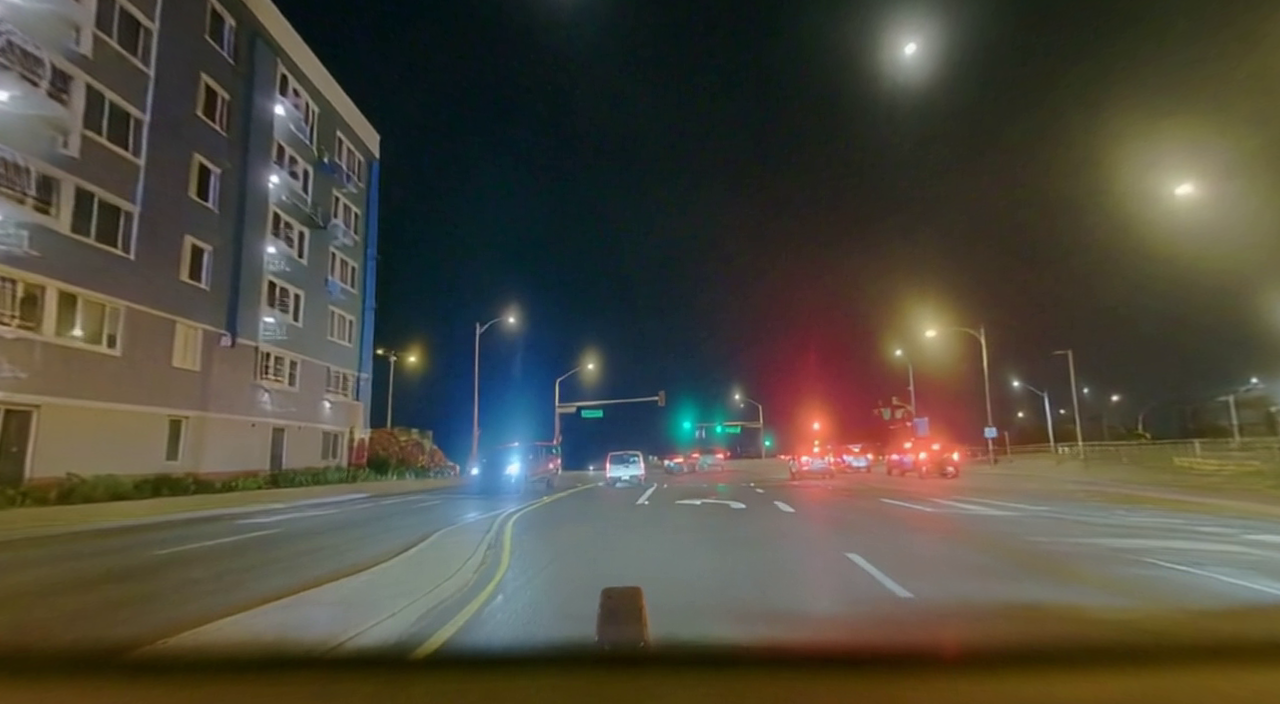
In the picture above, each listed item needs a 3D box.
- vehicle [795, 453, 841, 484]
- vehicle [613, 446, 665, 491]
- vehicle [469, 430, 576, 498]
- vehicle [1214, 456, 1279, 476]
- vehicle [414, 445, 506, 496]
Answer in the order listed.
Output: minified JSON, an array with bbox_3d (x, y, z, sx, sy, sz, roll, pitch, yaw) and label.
[{"bbox_3d":[11.254,7.331,40.073,1.952,1.749,4.311,-1,-8,5],"label":"vehicle"},{"bbox_3d":[0.018,5.195,28.585,2.160,1.786,4.702,0,-8,2],"label":"vehicle"},{"bbox_3d":[-4.257,4.257,24.131,2.515,2.248,5.821,-1,-10,5],"label":"vehicle"},{"bbox_3d":[47.347,8.730,48.408,4.384,1.495,1.963,-1,-8,4],"label":"vehicle"},{"bbox_3d":[-7.042,4.717,25.232,2.123,1.831,4.304,-1,-10,4],"label":"vehicle"}]
